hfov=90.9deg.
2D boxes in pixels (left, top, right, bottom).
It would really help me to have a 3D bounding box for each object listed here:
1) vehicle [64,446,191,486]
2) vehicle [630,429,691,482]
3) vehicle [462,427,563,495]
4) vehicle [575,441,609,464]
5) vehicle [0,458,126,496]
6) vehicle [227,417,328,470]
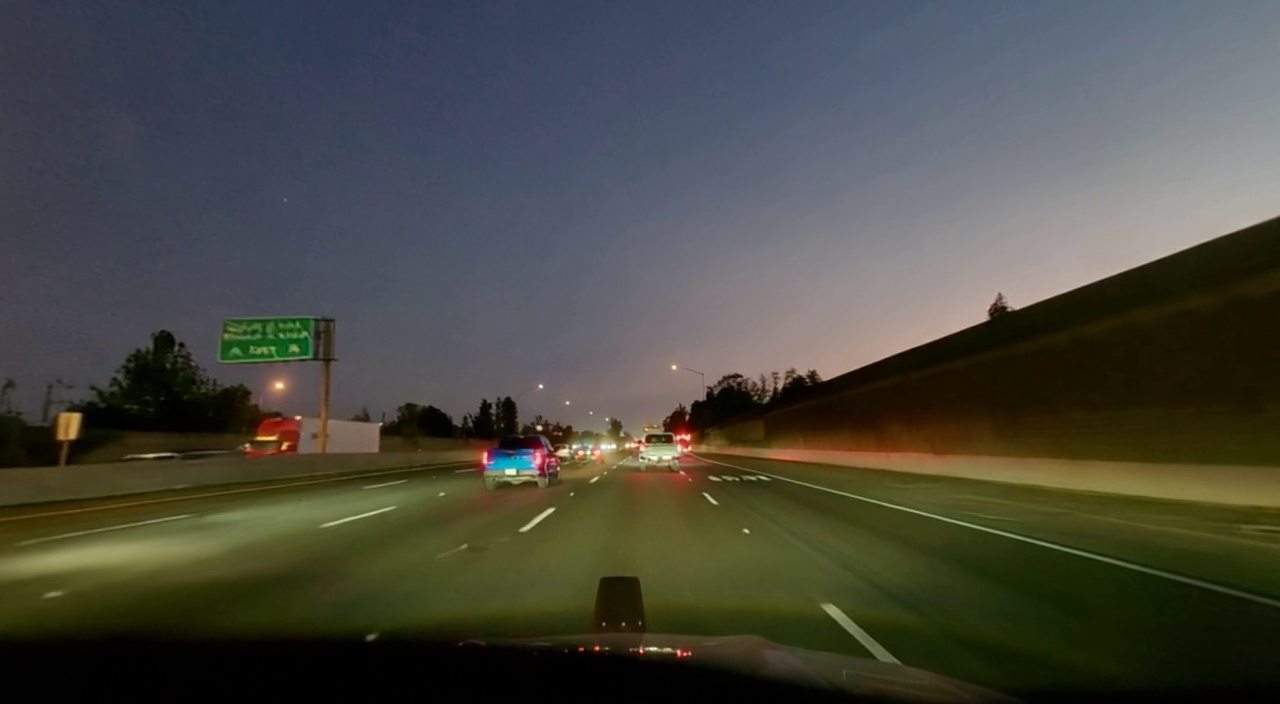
[{"bbox_3d":[-21.320,4.725,26.490,1.848,1.483,4.149,0,-9,0],"label":"vehicle"},{"bbox_3d":[0.748,3.930,24.166,2.083,1.792,4.782,0,-9,1],"label":"vehicle"},{"bbox_3d":[-3.691,3.273,19.320,1.954,1.792,5.187,0,-9,1],"label":"vehicle"},{"bbox_3d":[-3.388,7.180,45.212,1.961,1.591,4.756,0,-9,1],"label":"vehicle"},{"bbox_3d":[-24.538,5.271,26.896,1.840,1.373,3.920,0,-9,2],"label":"vehicle"},{"bbox_3d":[-28.180,7.224,49.632,3.011,3.821,8.088,0,-8,0],"label":"vehicle"}]
